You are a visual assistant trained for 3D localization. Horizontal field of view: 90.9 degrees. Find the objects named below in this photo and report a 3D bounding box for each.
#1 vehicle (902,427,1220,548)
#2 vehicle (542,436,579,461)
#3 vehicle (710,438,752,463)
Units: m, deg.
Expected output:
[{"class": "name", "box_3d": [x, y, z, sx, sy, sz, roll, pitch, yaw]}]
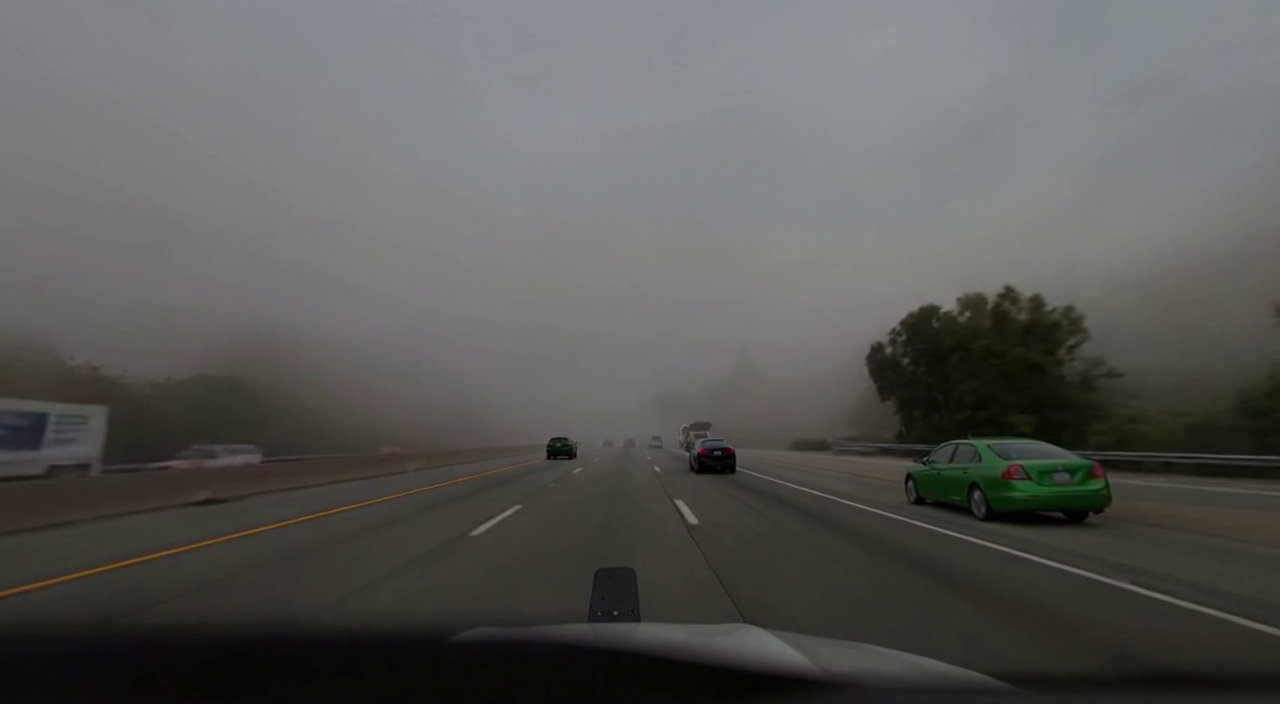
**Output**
[{"class": "vehicle", "box_3d": [6.143, 1.970, 9.998, 2.028, 1.488, 4.236, 0, -8, -2]}, {"class": "vehicle", "box_3d": [-5.175, 6.276, 41.258, 1.966, 1.570, 3.859, 0, -8, -1]}, {"class": "vehicle", "box_3d": [5.526, 5.996, 38.751, 1.920, 1.436, 3.890, 0, -8, -2]}]
